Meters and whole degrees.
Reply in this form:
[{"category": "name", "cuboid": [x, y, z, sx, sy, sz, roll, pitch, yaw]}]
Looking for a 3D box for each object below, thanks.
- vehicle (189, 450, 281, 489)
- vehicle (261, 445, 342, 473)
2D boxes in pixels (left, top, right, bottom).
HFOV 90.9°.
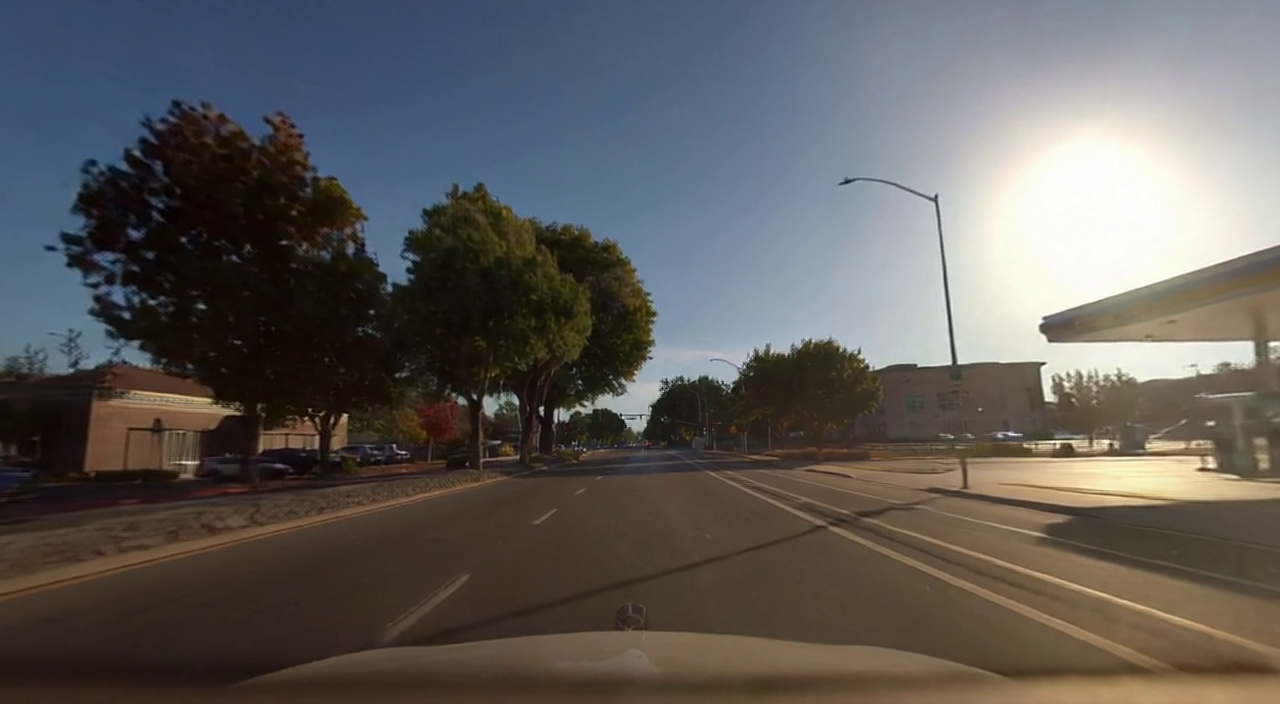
[{"category": "vehicle", "cuboid": [-25.156, 7.287, 39.227, 4.386, 2.004, 1.991, -4, -8, -2]}, {"category": "vehicle", "cuboid": [-23.572, 7.450, 44.029, 4.271, 1.902, 2.281, 0, -9, 1]}]
